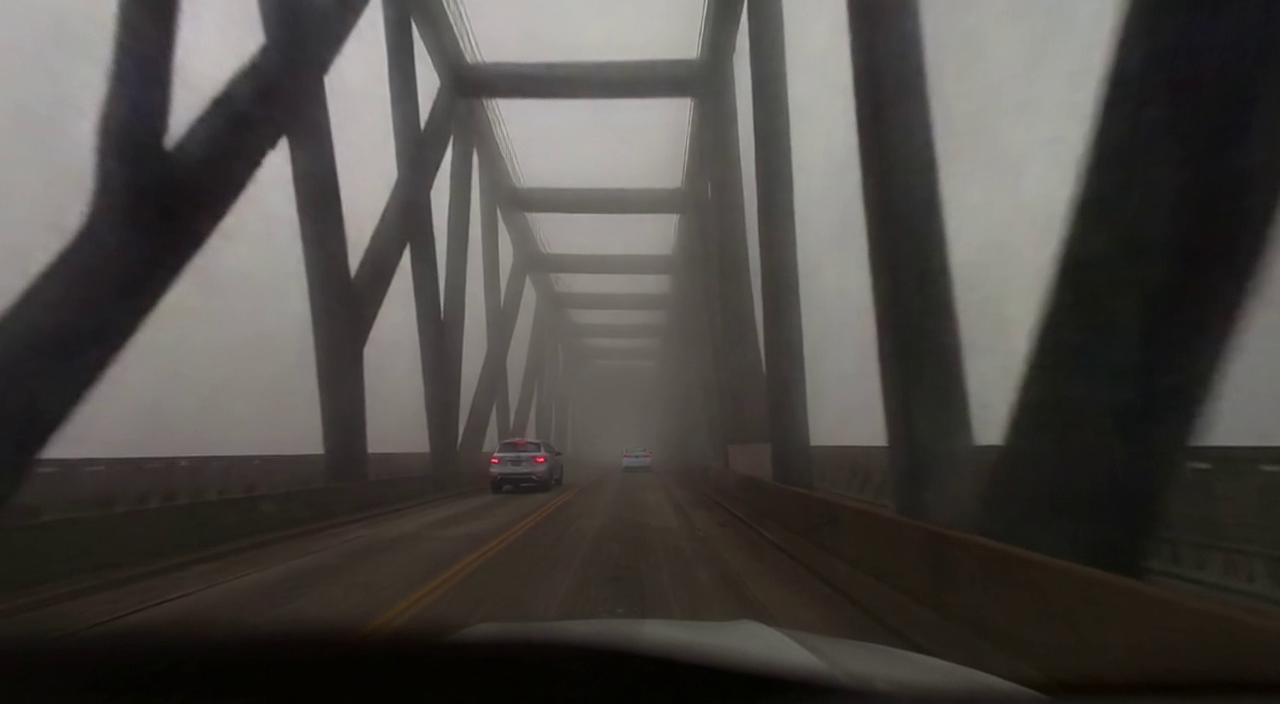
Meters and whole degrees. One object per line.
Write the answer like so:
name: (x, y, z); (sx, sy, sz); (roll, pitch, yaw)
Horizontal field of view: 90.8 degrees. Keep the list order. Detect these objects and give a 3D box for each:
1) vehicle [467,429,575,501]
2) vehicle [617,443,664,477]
vehicle: (-3.313, 3.262, 18.648); (2.190, 1.807, 4.741); (-1, -9, 1)
vehicle: (0.014, 4.987, 29.385); (2.048, 1.450, 3.973); (0, -9, -1)
